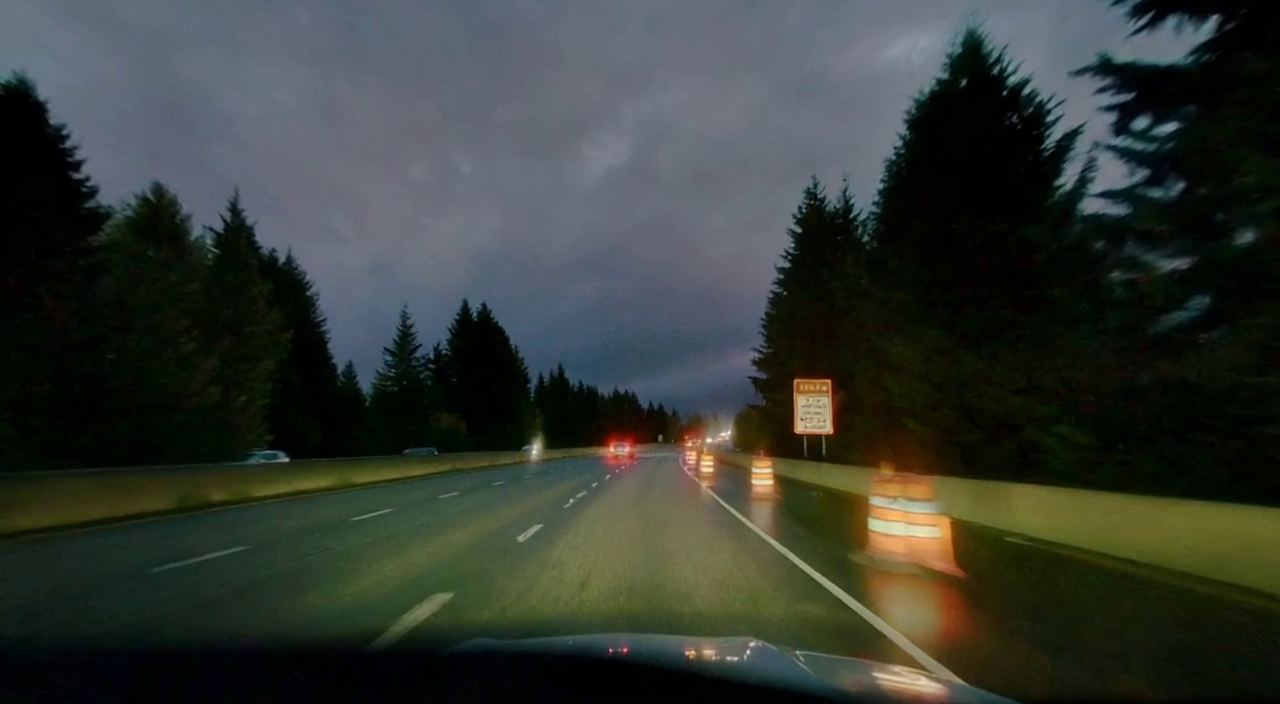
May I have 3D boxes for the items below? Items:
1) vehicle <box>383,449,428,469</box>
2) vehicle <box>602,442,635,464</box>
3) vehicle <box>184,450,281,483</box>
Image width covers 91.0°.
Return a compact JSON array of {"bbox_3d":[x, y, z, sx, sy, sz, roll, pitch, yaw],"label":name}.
[{"bbox_3d":[-18.030,8.197,48.497,1.884,1.459,3.767,0,-8,2],"label":"vehicle"},{"bbox_3d":[-1.479,7.131,44.502,2.118,1.475,4.263,0,-8,1],"label":"vehicle"},{"bbox_3d":[-19.606,5.498,30.528,1.856,1.473,4.055,0,-8,2],"label":"vehicle"}]
